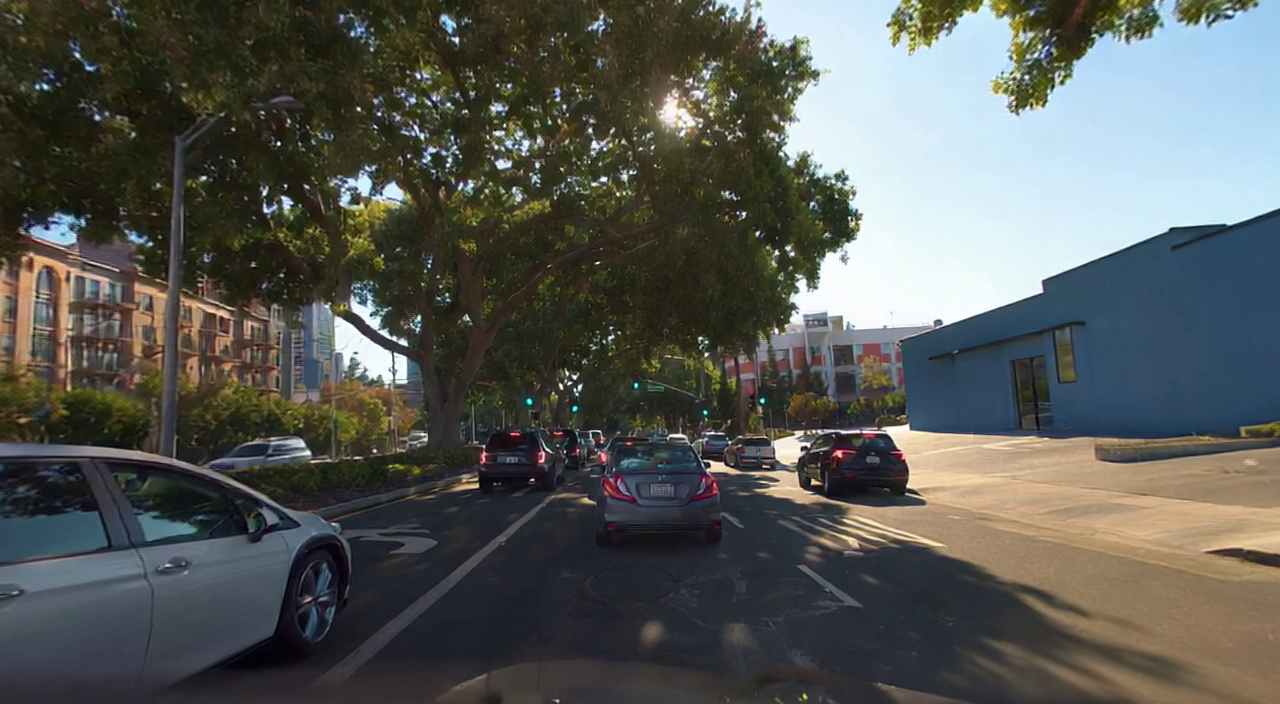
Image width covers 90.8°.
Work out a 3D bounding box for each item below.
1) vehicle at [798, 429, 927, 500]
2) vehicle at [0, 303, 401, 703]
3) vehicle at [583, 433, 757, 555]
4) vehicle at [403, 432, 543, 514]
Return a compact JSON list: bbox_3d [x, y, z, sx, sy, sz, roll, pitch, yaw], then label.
[{"bbox_3d":[6.339,3.253,18.675,2.025,1.808,4.579,0,-9,-2],"label":"vehicle"},{"bbox_3d":[-3.268,0.933,3.397,2.152,1.802,4.628,0,-9,0],"label":"vehicle"},{"bbox_3d":[0.272,1.996,9.573,2.095,1.438,3.843,0,-9,-3],"label":"vehicle"},{"bbox_3d":[-3.507,2.623,14.219,1.901,1.522,4.556,0,-9,0],"label":"vehicle"}]
